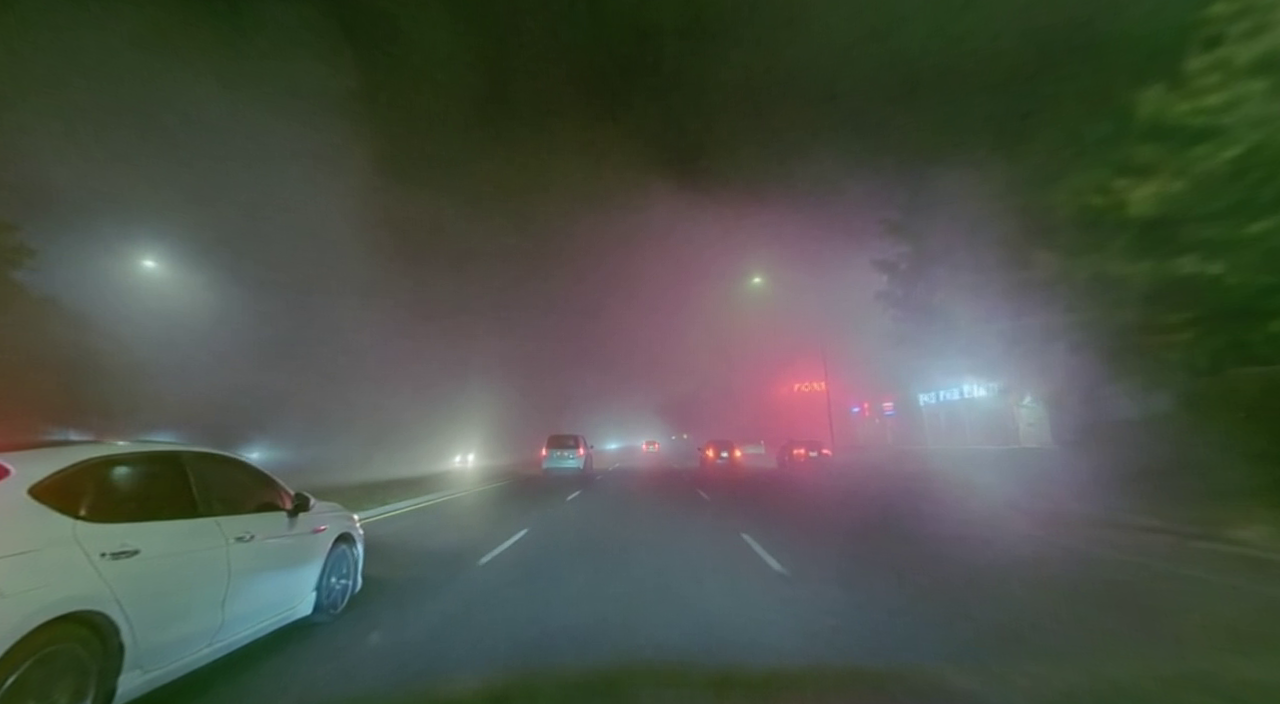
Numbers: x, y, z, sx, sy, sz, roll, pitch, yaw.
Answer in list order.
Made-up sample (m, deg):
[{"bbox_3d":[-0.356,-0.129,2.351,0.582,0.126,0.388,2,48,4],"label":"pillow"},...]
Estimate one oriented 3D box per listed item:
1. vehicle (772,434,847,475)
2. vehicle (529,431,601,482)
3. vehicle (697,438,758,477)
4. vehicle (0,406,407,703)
[{"bbox_3d":[7.490,4.590,28.379,2.089,1.678,4.725,0,-8,0],"label":"vehicle"},{"bbox_3d":[-2.779,4.022,24.584,2.193,1.788,4.603,0,-8,1],"label":"vehicle"},{"bbox_3d":[3.557,4.348,26.288,1.904,1.490,4.299,0,-8,0],"label":"vehicle"},{"bbox_3d":[-3.256,1.124,3.559,1.956,1.460,4.802,0,-8,1],"label":"vehicle"}]
